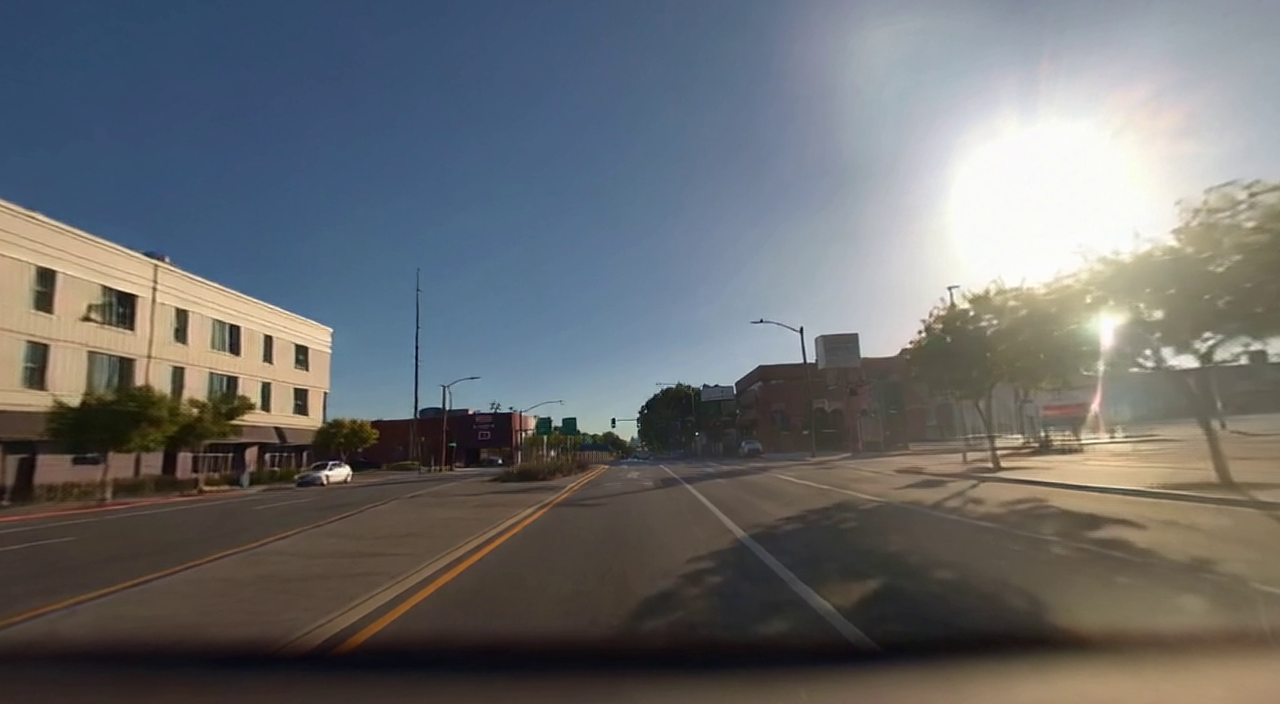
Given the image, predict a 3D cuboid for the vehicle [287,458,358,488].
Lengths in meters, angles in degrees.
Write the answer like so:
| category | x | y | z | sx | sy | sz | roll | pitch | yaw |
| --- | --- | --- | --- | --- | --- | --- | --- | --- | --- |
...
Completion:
| category | x | y | z | sx | sy | sz | roll | pitch | yaw |
| --- | --- | --- | --- | --- | --- | --- | --- | --- | --- |
| vehicle | -19.211 | 7.354 | 38.436 | 2.010 | 1.504 | 4.820 | -5 | -10 | -2 |
